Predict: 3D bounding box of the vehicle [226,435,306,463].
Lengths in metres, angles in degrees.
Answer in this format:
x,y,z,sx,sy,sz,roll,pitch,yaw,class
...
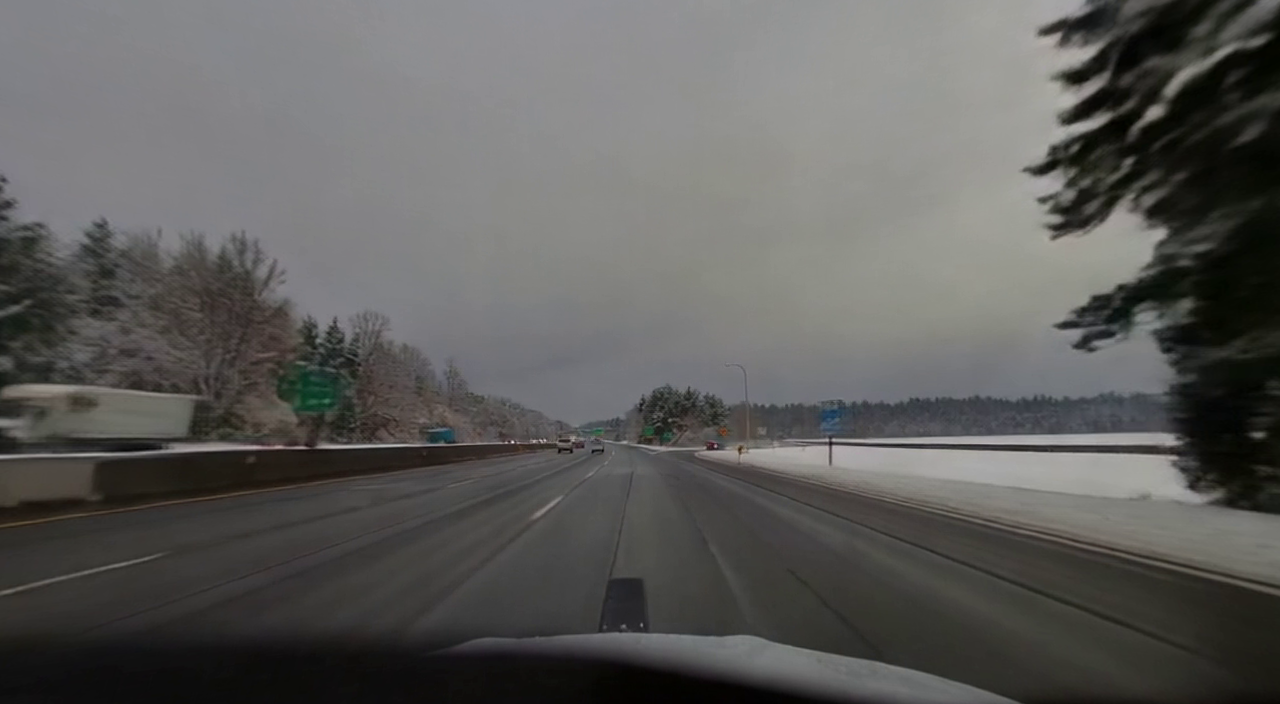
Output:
x,y,z,sx,sy,sz,roll,pitch,yaw,class
-20.929,5.438,35.337,1.853,1.492,4.330,0,-8,0,vehicle

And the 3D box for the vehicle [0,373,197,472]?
x,y,z,sx,sy,sz,roll,pitch,yaw,class
-24.758,3.282,28.048,2.936,3.664,9.492,0,-8,-1,vehicle
